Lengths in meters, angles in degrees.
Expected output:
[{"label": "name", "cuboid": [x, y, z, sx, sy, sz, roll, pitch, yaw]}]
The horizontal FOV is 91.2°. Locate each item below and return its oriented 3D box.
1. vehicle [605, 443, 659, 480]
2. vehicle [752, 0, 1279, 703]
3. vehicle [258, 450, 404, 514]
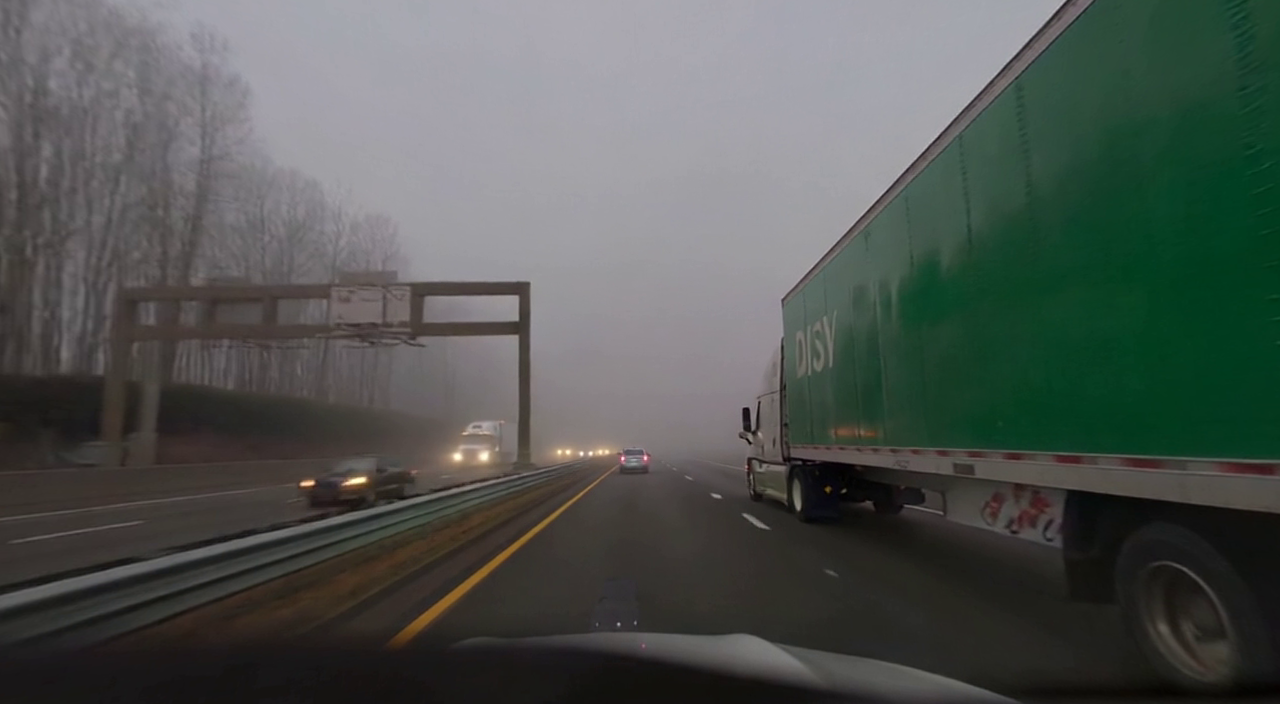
[{"label": "vehicle", "cuboid": [-0.333, 4.864, 28.010, 2.244, 1.506, 4.097, -1, -9, 0]}, {"label": "vehicle", "cuboid": [4.502, 0.435, 8.334, 3.317, 4.020, 14.141, 0, -9, 0]}, {"label": "vehicle", "cuboid": [-8.409, 3.541, 17.575, 1.921, 1.519, 4.291, -1, -9, 0]}]
